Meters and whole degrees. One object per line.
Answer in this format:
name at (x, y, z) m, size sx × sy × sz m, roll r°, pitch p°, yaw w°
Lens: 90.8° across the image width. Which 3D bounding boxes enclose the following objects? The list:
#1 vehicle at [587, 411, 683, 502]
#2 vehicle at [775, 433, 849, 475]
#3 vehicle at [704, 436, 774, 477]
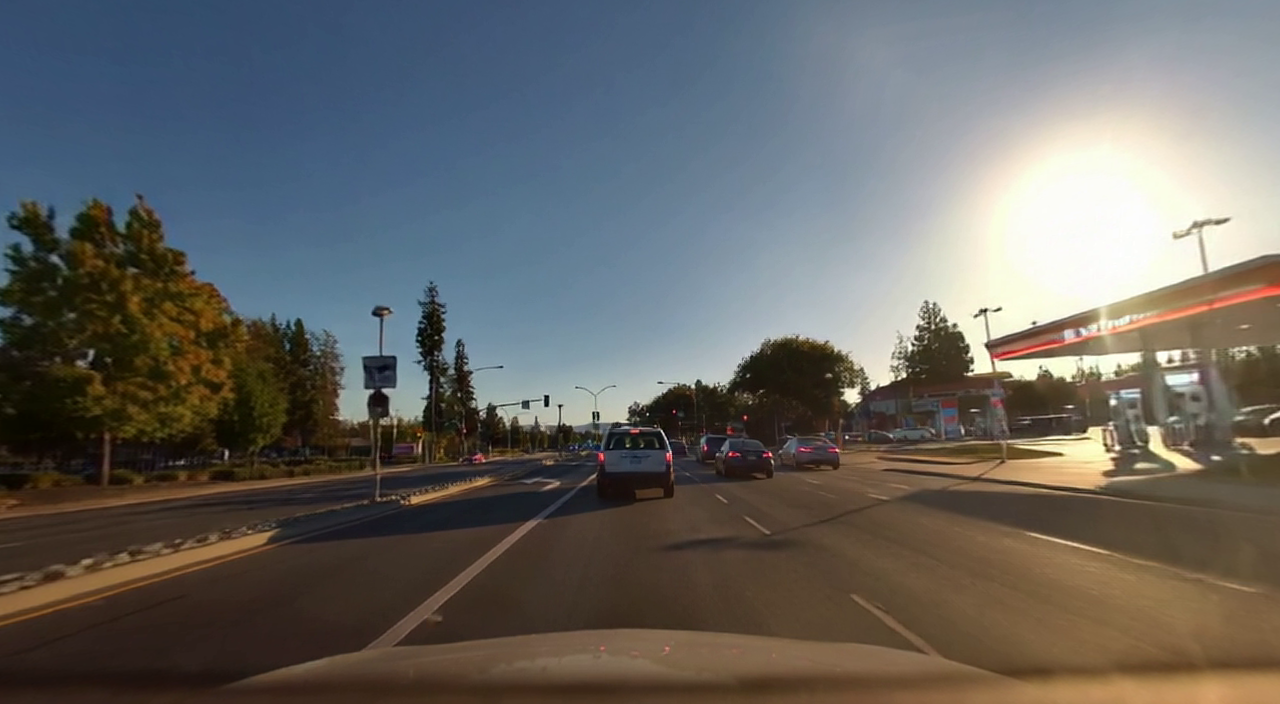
vehicle at (-0.139, 2.588, 15.967) m, size 2.038 × 1.917 × 4.900 m, roll 0°, pitch -8°, yaw -1°
vehicle at (7.021, 4.195, 26.224) m, size 1.793 × 1.585 × 4.130 m, roll 0°, pitch -8°, yaw -1°
vehicle at (3.794, 4.095, 25.015) m, size 1.940 × 1.474 × 4.234 m, roll 0°, pitch -8°, yaw -2°
